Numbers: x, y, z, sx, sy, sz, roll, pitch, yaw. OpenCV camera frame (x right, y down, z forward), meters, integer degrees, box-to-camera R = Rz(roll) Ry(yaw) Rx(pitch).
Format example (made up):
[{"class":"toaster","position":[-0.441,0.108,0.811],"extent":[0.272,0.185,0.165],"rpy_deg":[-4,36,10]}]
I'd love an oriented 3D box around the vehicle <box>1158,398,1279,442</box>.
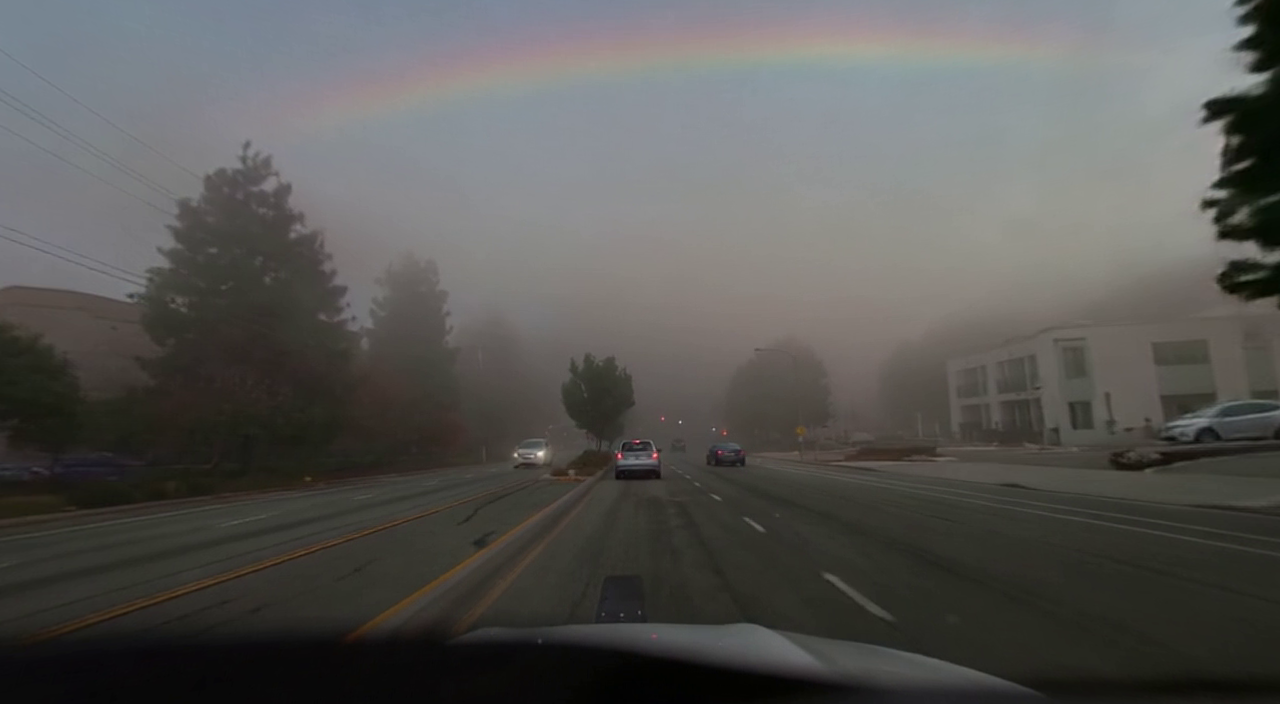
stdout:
[{"class":"vehicle","position":[22.502,2.525,23.580],"extent":[4.531,1.432,1.949],"rpy_deg":[-3,-9,-1]}]

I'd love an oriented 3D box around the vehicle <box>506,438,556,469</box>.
[{"class":"vehicle","position":[-6.562,6.181,38.611],"extent":[2.174,1.802,4.591],"rpy_deg":[0,-9,0]}]

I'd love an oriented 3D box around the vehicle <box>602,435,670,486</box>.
[{"class":"vehicle","position":[-0.110,3.803,22.485],"extent":[2.181,1.639,4.127],"rpy_deg":[0,-9,1]}]

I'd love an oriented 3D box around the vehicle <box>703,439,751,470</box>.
[{"class":"vehicle","position":[4.787,5.694,35.319],"extent":[1.987,1.613,4.081],"rpy_deg":[0,-9,-1]}]
